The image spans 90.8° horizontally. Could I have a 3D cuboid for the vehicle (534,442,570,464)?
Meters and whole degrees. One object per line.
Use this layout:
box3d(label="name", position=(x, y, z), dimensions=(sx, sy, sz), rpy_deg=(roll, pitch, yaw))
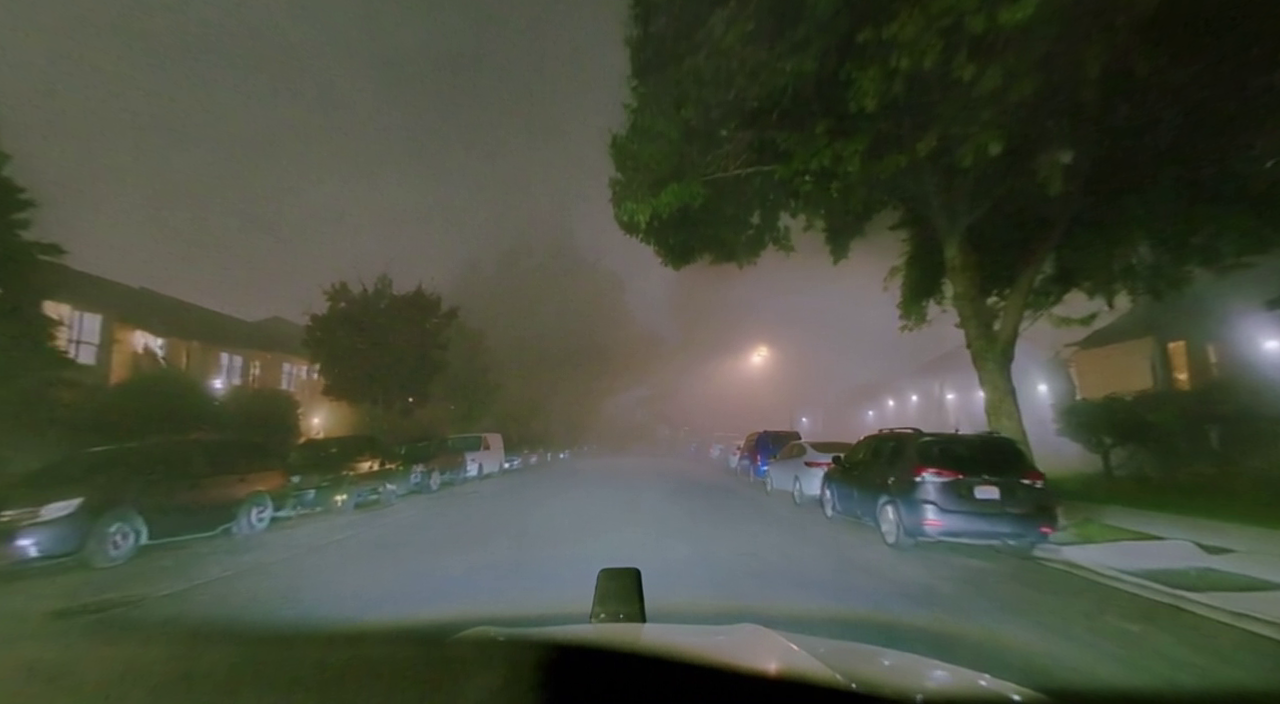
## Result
box3d(label="vehicle", position=(-6.447, 7.431, 46.851), dimensions=(1.869, 1.467, 4.921), rpy_deg=(-1, -8, 1))

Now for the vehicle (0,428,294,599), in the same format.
box3d(label="vehicle", position=(-7.133, 1.984, 8.863), dimensions=(1.898, 1.715, 4.537), rpy_deg=(-3, -7, 2))

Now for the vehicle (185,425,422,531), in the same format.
box3d(label="vehicle", position=(-7.130, 2.738, 14.476), dimensions=(1.965, 1.797, 6.086), rpy_deg=(-3, -9, 2))

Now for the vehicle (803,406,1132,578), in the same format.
box3d(label="vehicle", position=(3.983, 1.760, 8.993), dimensions=(1.903, 1.714, 5.092), rpy_deg=(0, -8, -1))
